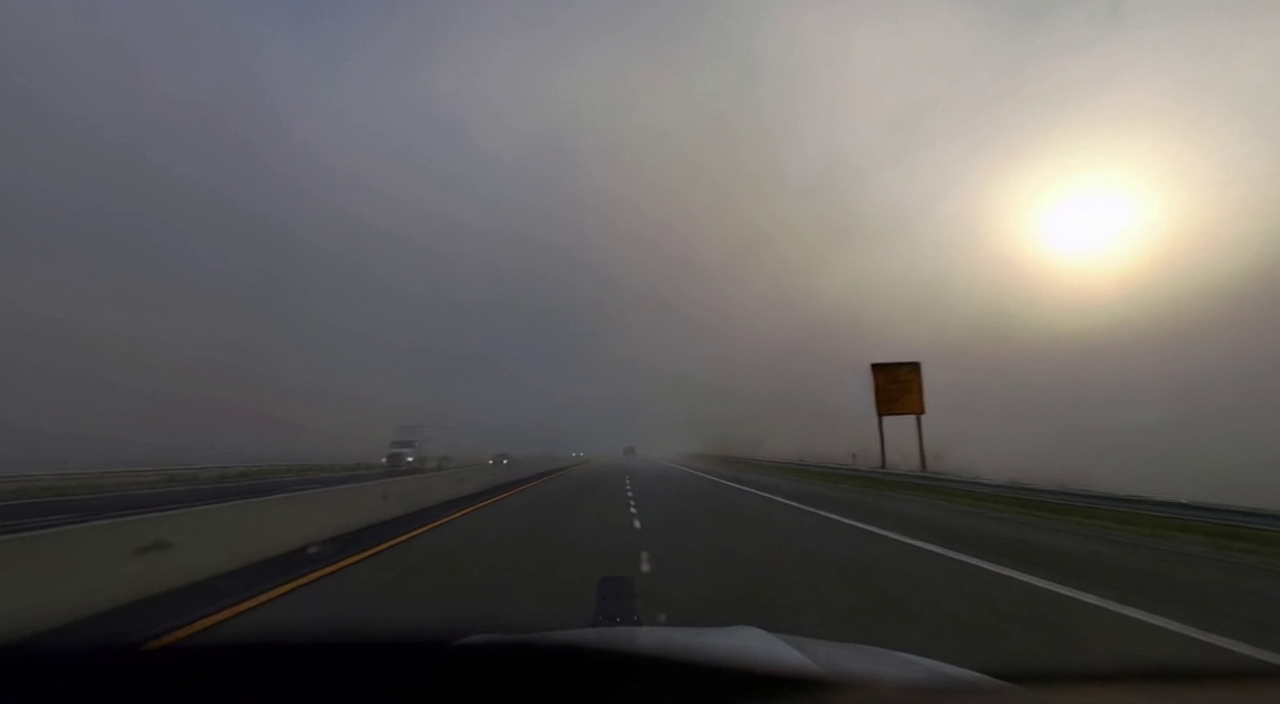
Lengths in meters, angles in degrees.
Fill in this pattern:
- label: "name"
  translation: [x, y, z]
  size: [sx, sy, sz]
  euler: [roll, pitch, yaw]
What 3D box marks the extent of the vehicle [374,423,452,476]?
- label: "vehicle"
  translation: [-15.604, 6.796, 43.719]
  size: [2.732, 3.283, 7.013]
  euler: [-1, -9, 0]
